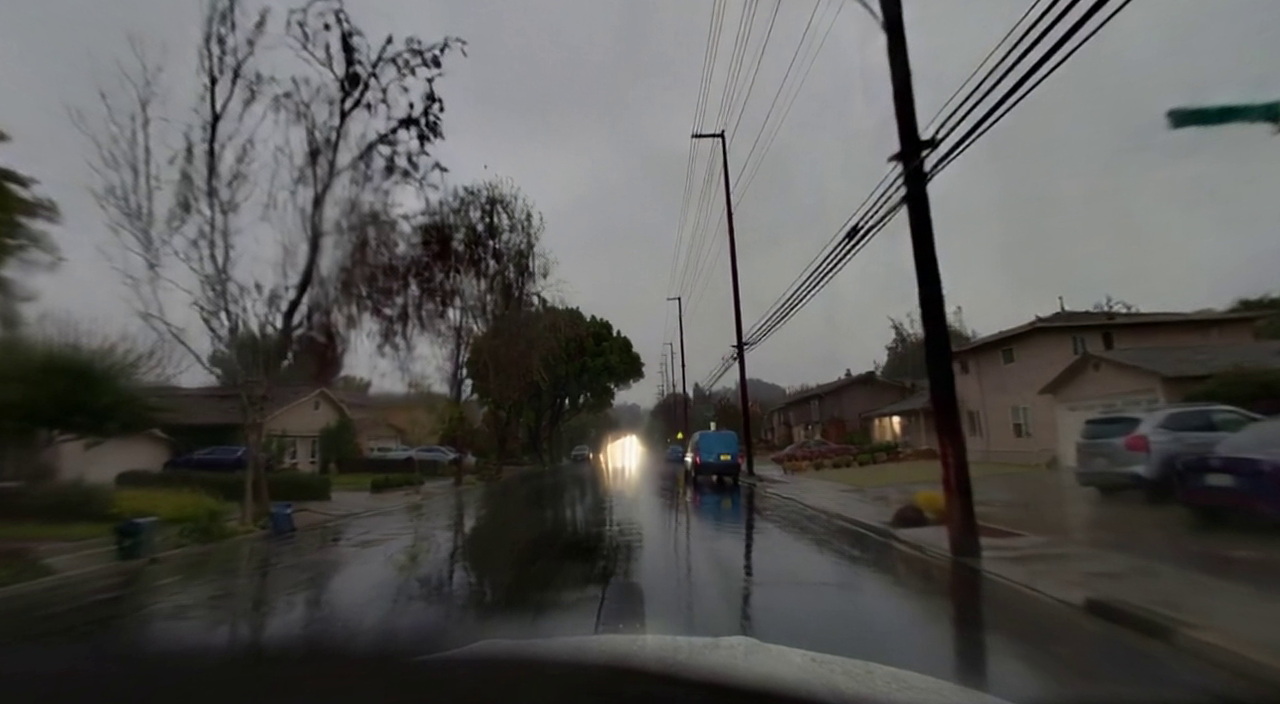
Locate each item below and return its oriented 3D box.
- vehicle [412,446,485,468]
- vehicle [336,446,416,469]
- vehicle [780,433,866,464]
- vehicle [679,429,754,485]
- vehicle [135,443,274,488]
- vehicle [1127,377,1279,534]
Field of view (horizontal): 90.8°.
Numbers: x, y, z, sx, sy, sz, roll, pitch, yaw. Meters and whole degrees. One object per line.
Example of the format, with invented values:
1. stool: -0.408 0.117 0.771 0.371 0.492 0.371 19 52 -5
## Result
1. vehicle: -13.230 7.302 43.887 4.443 1.475 1.932 0 -9 -2
2. vehicle: -18.171 7.282 43.615 4.615 1.482 2.073 1 -8 0
3. vehicle: 11.046 5.853 38.315 4.602 1.799 1.859 0 -8 -1
4. vehicle: 2.953 4.246 25.832 2.311 2.069 5.156 0 -9 -1
5. vehicle: -18.420 4.800 26.899 4.414 1.731 2.008 -1 -8 -1
6. vehicle: 10.296 1.327 8.801 5.030 1.915 2.221 -2 -8 2
